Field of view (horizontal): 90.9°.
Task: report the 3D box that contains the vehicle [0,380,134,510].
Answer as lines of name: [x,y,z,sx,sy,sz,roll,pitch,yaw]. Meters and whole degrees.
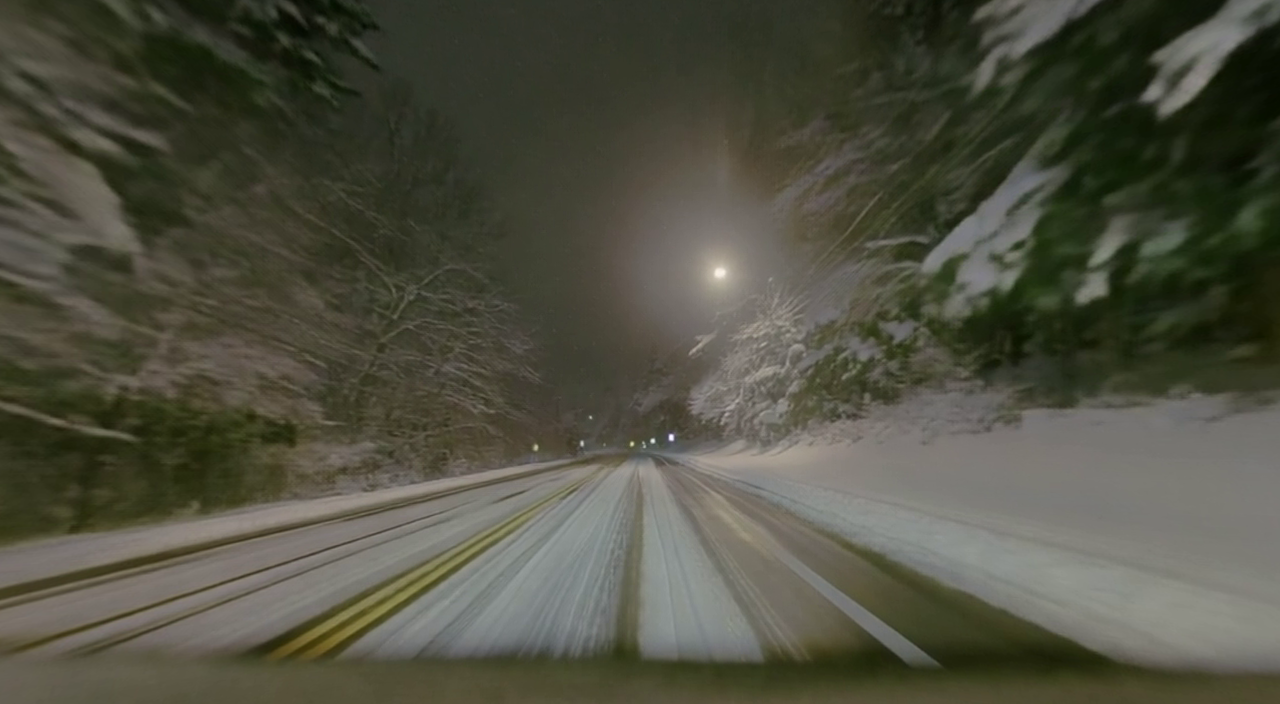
vehicle: [-23.228,2.887,19.065,3.031,4.352,15.623,-4,-9,0]
